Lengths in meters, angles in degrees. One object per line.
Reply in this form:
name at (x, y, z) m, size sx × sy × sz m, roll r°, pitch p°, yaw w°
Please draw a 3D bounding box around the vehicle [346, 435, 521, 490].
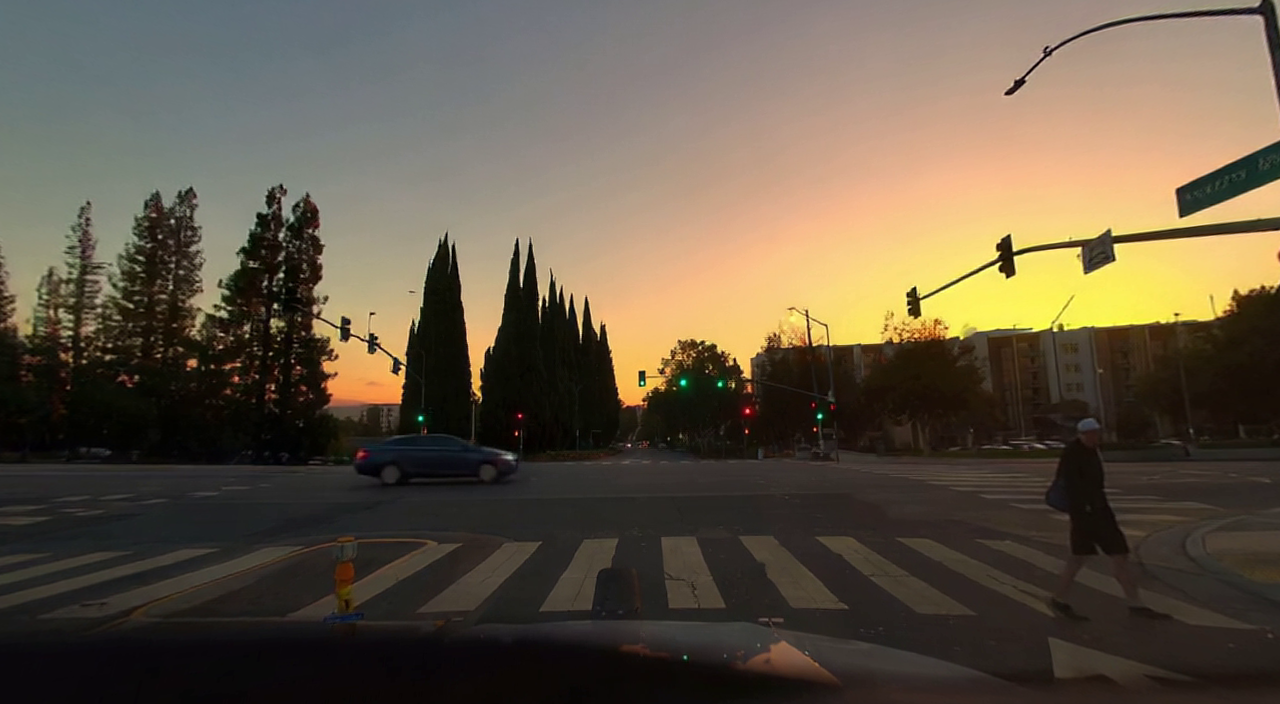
vehicle at (-5.979, 3.259, 18.741) m, size 4.502 × 1.512 × 1.917 m, roll 0°, pitch -9°, yaw 0°
